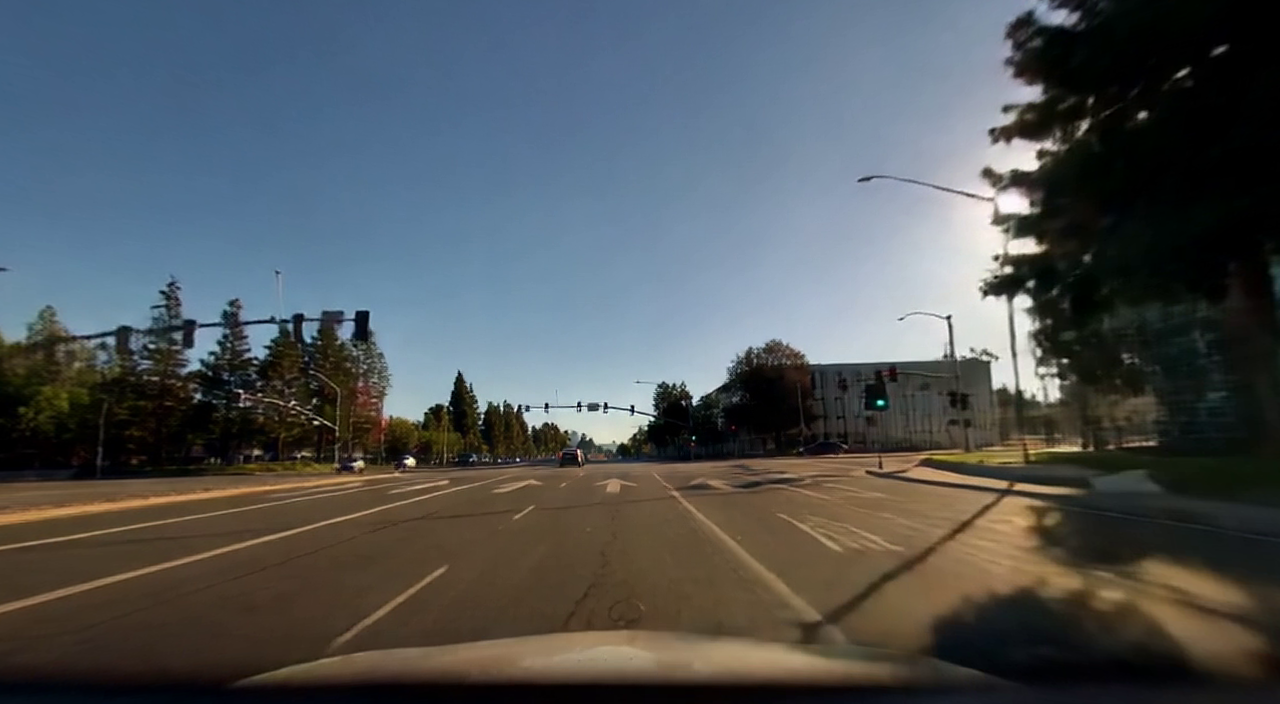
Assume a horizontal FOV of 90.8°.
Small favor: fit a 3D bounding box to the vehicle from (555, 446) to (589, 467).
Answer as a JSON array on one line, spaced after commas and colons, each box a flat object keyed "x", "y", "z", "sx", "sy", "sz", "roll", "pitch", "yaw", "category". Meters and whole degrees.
[{"x": -4.880, "y": 7.558, "z": 45.989, "sx": 2.073, "sy": 1.445, "sz": 4.151, "roll": 0, "pitch": -8, "yaw": -1, "category": "vehicle"}]
